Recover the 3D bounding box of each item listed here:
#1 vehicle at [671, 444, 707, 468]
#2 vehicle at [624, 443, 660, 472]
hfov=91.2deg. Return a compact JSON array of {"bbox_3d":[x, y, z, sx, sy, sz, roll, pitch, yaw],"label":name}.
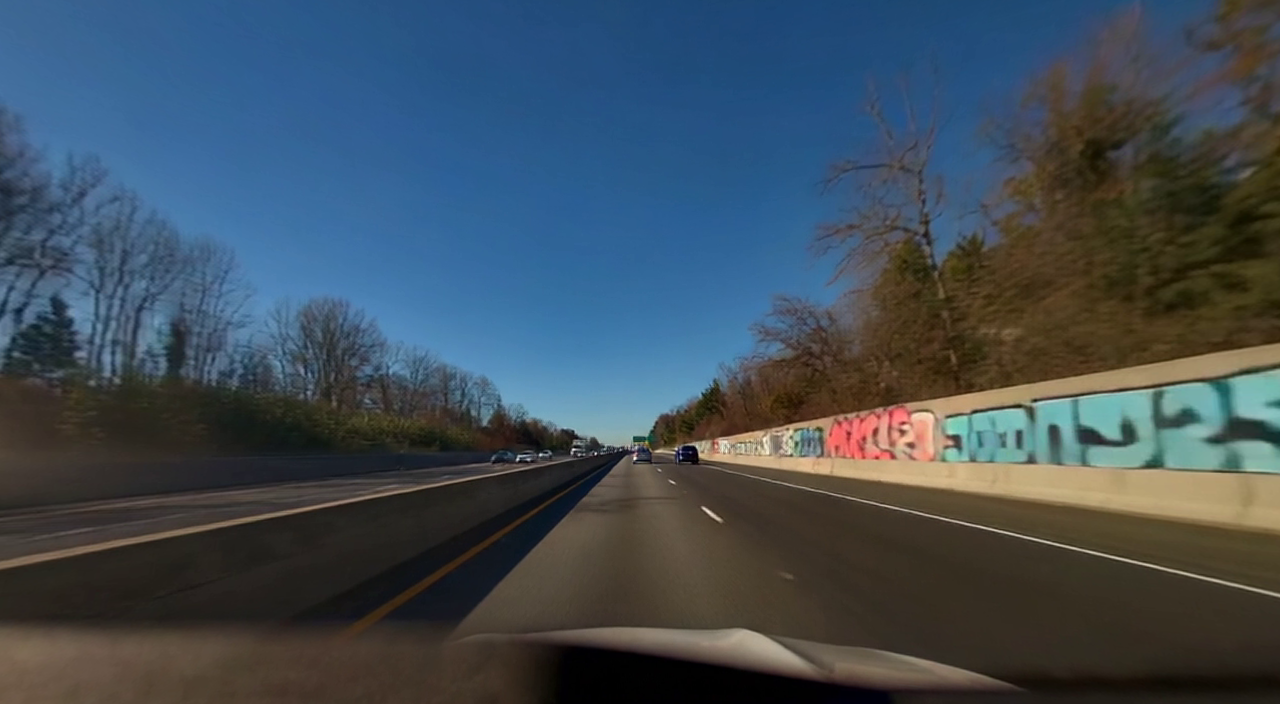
[{"bbox_3d":[3.541,7.635,46.078,2.303,1.614,4.154,-1,-9,0],"label":"vehicle"},{"bbox_3d":[0.119,6.517,39.050,2.095,1.671,4.219,0,-9,-1],"label":"vehicle"}]
